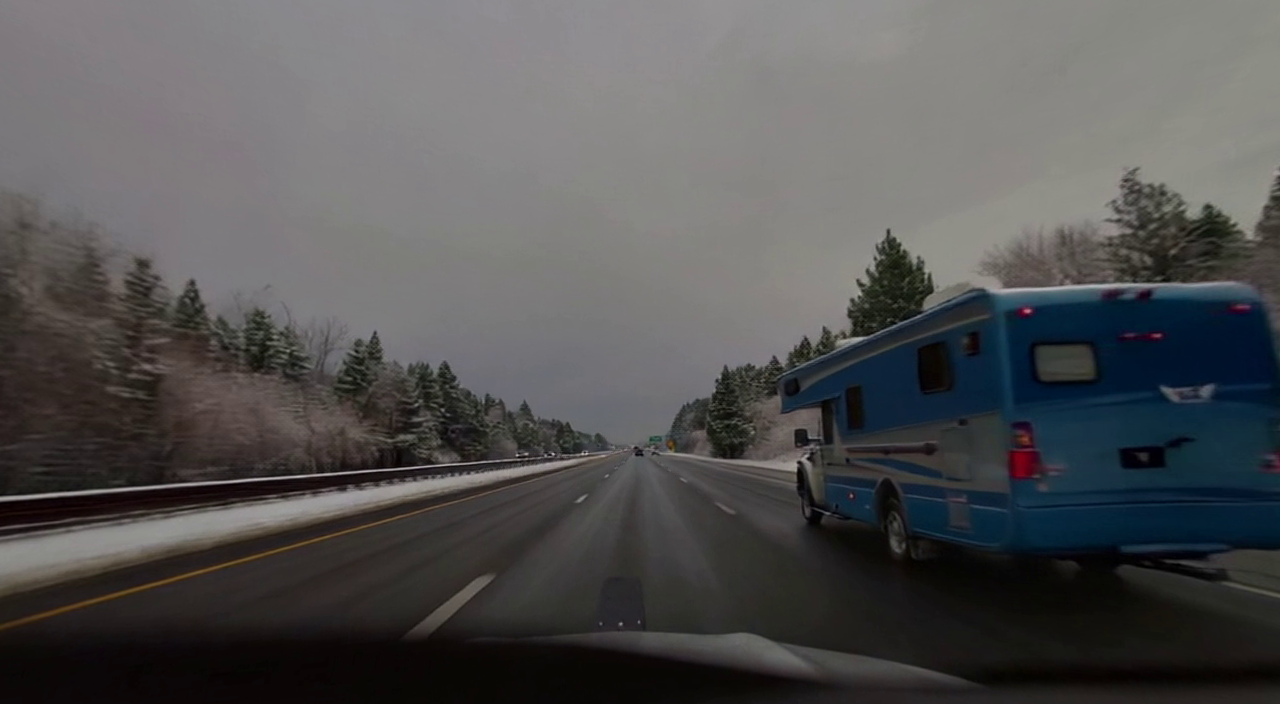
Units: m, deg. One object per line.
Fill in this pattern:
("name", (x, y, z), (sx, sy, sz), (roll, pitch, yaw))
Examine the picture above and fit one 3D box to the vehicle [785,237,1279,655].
("vehicle", (3.768, 1.043, 7.339), (2.556, 2.763, 6.287), (0, -9, -1))
